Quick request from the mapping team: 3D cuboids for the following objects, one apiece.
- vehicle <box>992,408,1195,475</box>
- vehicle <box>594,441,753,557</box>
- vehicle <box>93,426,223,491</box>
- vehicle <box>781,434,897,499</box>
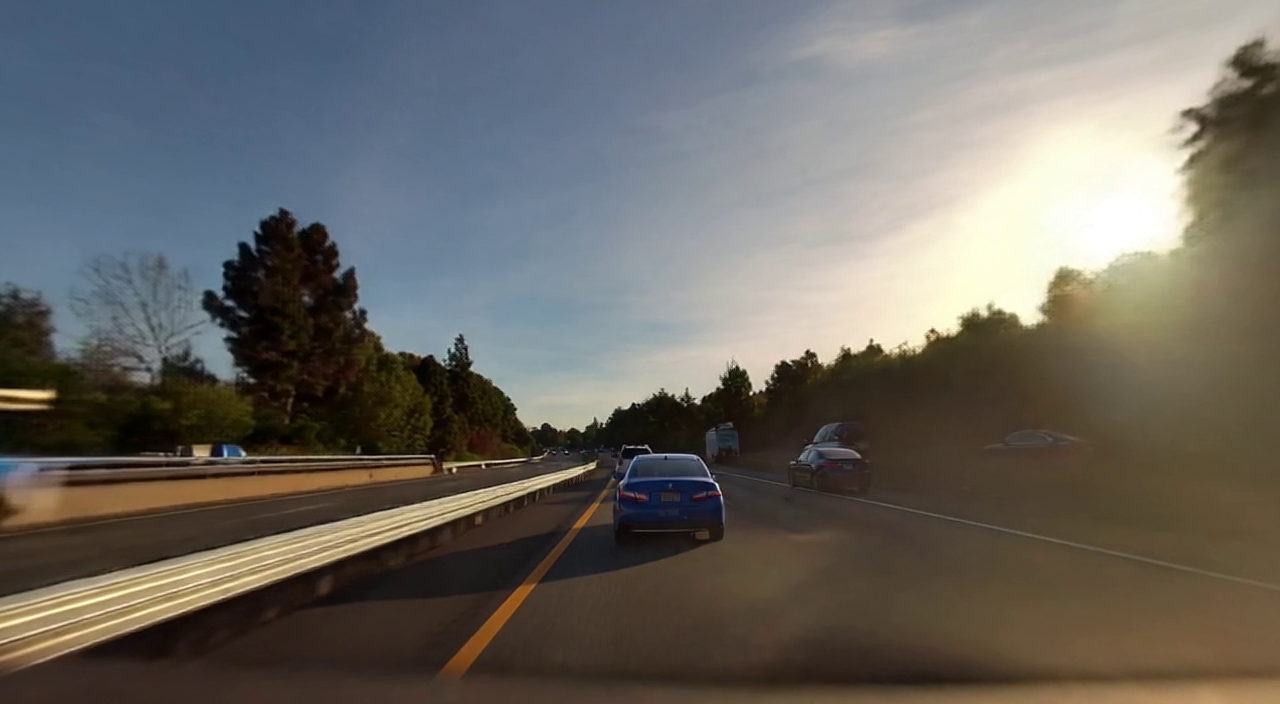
[{"bbox_3d":[31.486,6.532,45.269,2.822,3.996,14.073,1,-9,-7],"label":"vehicle"},{"bbox_3d":[0.430,2.223,10.188,2.076,1.485,3.774,0,-9,0],"label":"vehicle"},{"bbox_3d":[-33.566,7.402,44.423,2.902,3.981,7.819,-3,-8,0],"label":"vehicle"},{"bbox_3d":[6.265,3.667,20.511,2.177,1.827,4.565,0,-9,-1],"label":"vehicle"}]
